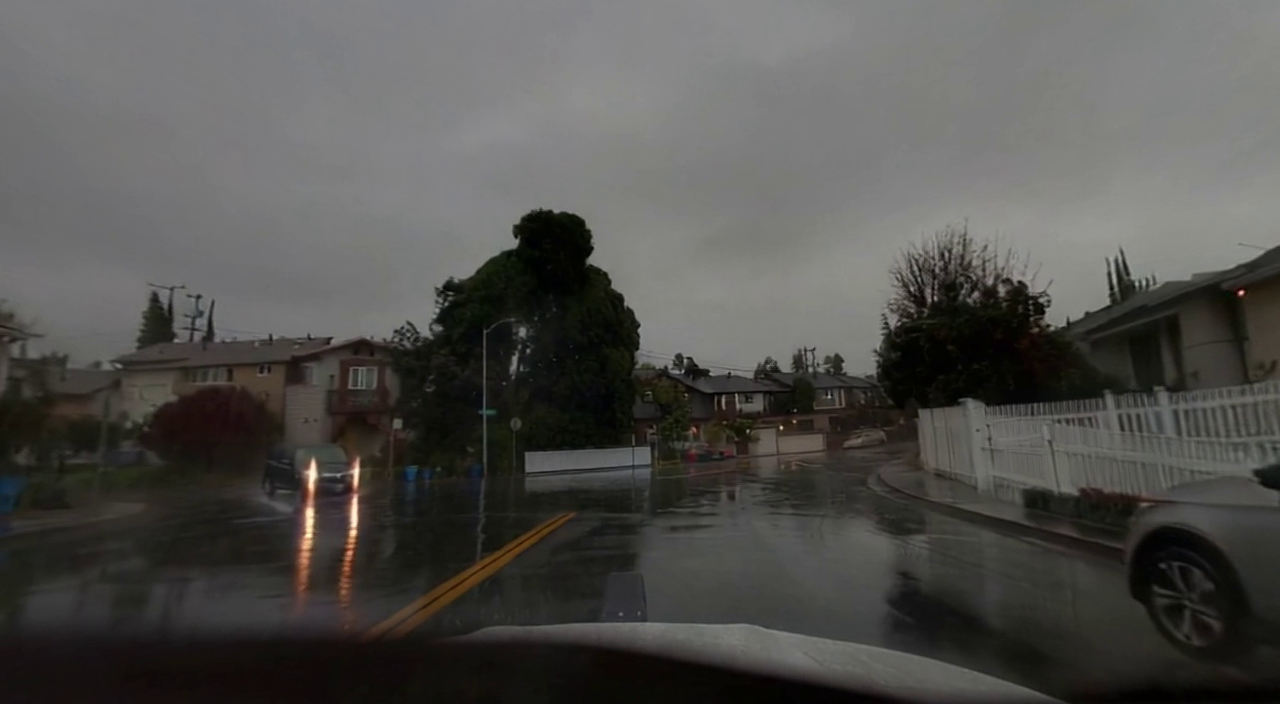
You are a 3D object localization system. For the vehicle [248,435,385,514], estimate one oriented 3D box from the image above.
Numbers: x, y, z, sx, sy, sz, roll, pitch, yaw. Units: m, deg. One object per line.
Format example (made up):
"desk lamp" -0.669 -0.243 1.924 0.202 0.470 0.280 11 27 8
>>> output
"vehicle" -8.298 3.003 16.014 1.984 1.683 4.270 7 -11 -41

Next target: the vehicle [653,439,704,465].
"vehicle" 2.772 7.074 44.289 2.095 1.711 4.307 -5 -11 25

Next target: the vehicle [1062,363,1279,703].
"vehicle" 4.236 0.814 2.477 2.105 1.705 4.392 0 -9 0

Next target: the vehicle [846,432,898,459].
"vehicle" 15.609 6.277 42.388 2.097 1.679 4.633 -6 -10 34
